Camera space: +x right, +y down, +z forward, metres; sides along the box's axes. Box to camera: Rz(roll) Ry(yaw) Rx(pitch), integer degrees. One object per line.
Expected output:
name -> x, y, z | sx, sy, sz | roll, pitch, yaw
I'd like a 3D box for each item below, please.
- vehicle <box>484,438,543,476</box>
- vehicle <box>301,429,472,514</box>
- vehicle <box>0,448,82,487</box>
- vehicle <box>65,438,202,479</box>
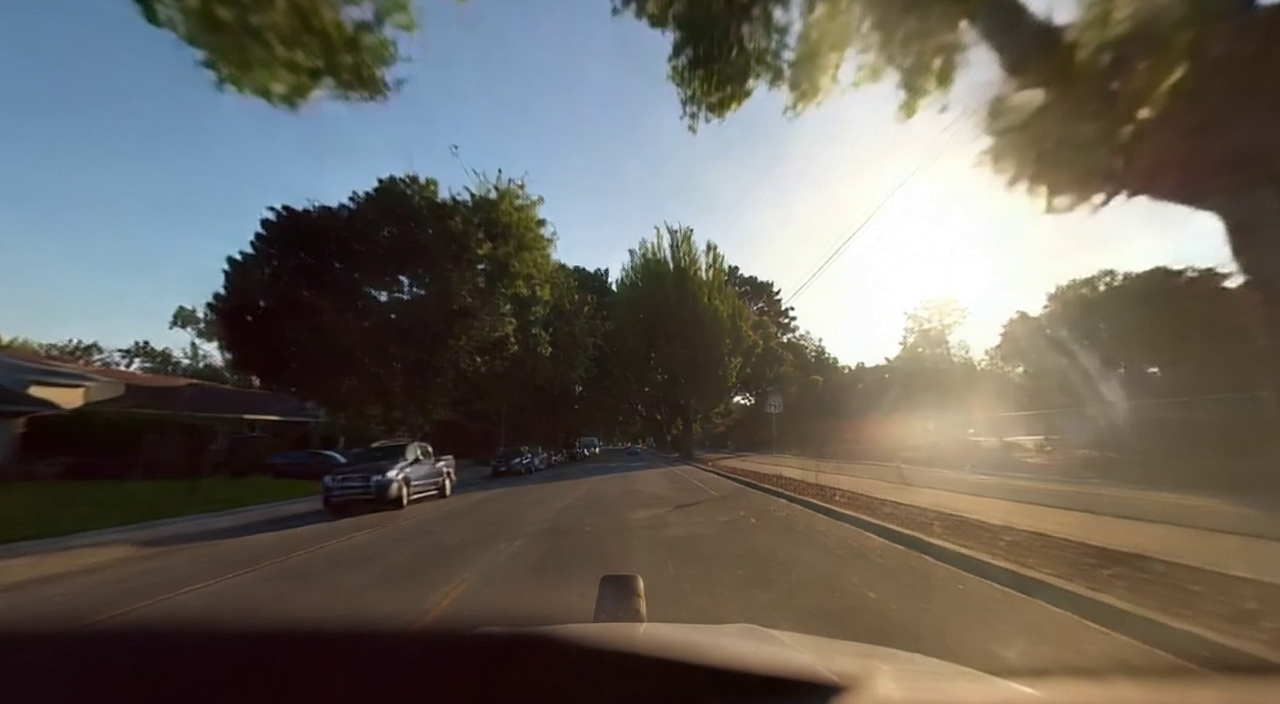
vehicle -> -6.604, 5.524, 33.525 | 2.020, 1.842, 5.116 | 1, -8, 1
vehicle -> -6.534, 3.098, 17.161 | 2.350, 1.892, 5.542 | 0, -8, 0
vehicle -> -26.679, 4.872, 26.645 | 4.108, 1.524, 1.975 | 0, -8, -1
vehicle -> -25.614, 5.368, 31.959 | 5.012, 1.968, 2.206 | 0, -8, 0
